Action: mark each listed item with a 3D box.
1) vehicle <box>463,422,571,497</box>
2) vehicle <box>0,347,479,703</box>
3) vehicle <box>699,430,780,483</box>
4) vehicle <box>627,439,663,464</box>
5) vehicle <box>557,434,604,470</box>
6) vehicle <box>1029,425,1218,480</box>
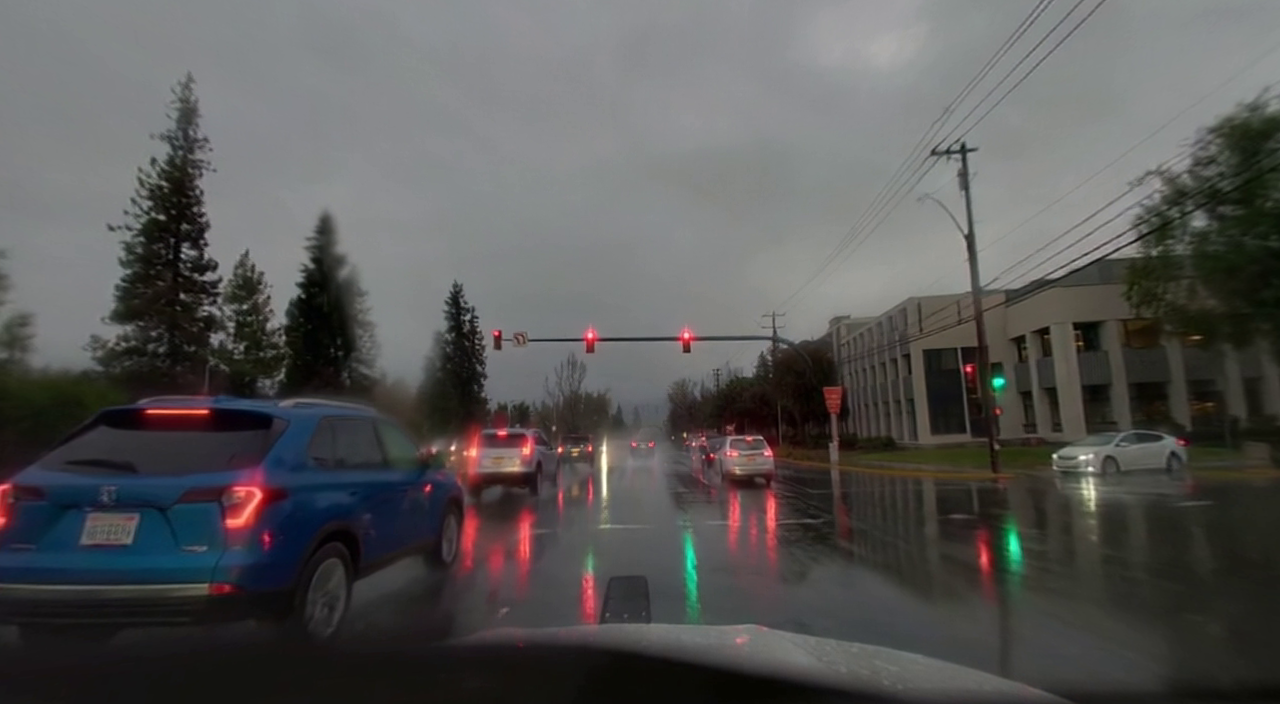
[{"bbox_3d":[-3.139,2.862,17.100,1.958,1.744,4.315,0,-8,2],"label":"vehicle"},{"bbox_3d":[-3.010,1.161,5.205,2.127,1.754,4.287,0,-8,1],"label":"vehicle"},{"bbox_3d":[3.509,3.808,23.241,2.201,1.734,4.564,0,-8,-1],"label":"vehicle"},{"bbox_3d":[0.338,6.371,40.491,2.185,1.515,4.215,0,-8,1],"label":"vehicle"},{"bbox_3d":[-2.925,5.050,31.888,1.900,1.677,4.128,0,-8,1],"label":"vehicle"},{"bbox_3d":[14.977,3.147,19.808,4.119,1.574,2.028,-2,-9,11],"label":"vehicle"}]
